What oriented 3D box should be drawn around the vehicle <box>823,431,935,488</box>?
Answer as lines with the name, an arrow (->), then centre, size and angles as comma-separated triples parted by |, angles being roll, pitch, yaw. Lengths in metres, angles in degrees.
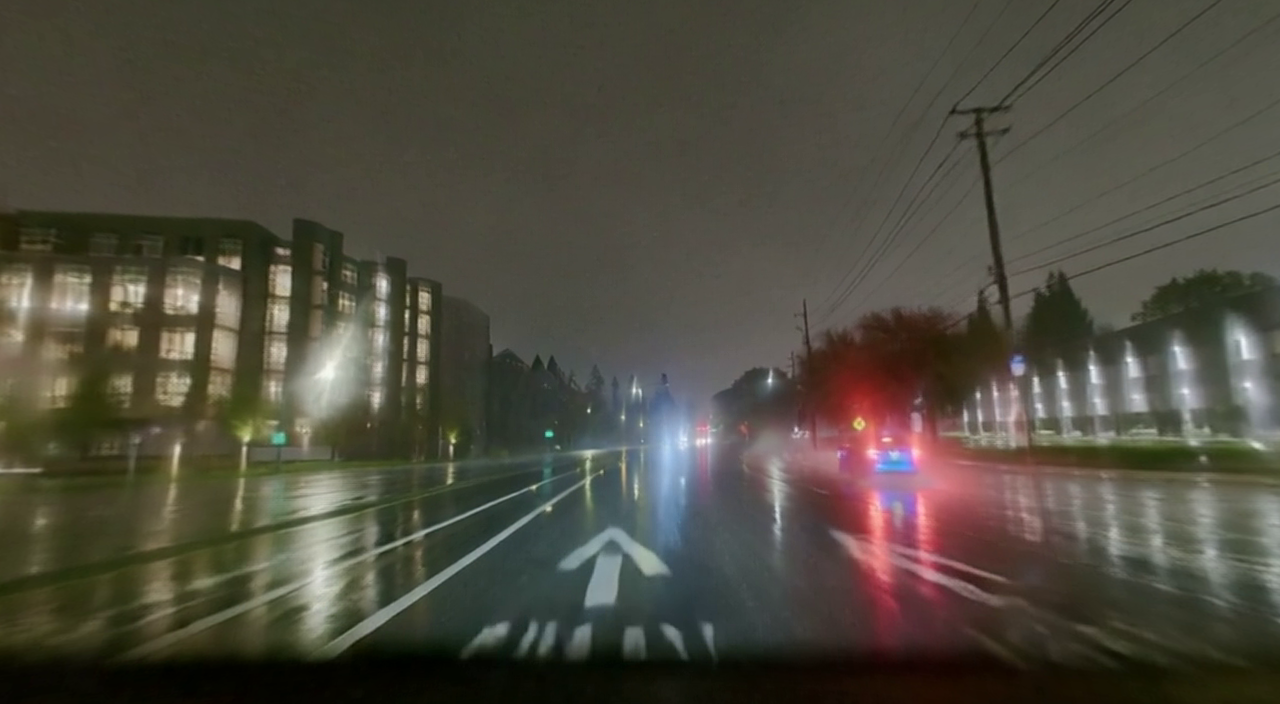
vehicle -> 6.903, 3.142, 18.650 | 1.908, 1.476, 3.880 | -1, -9, 2
